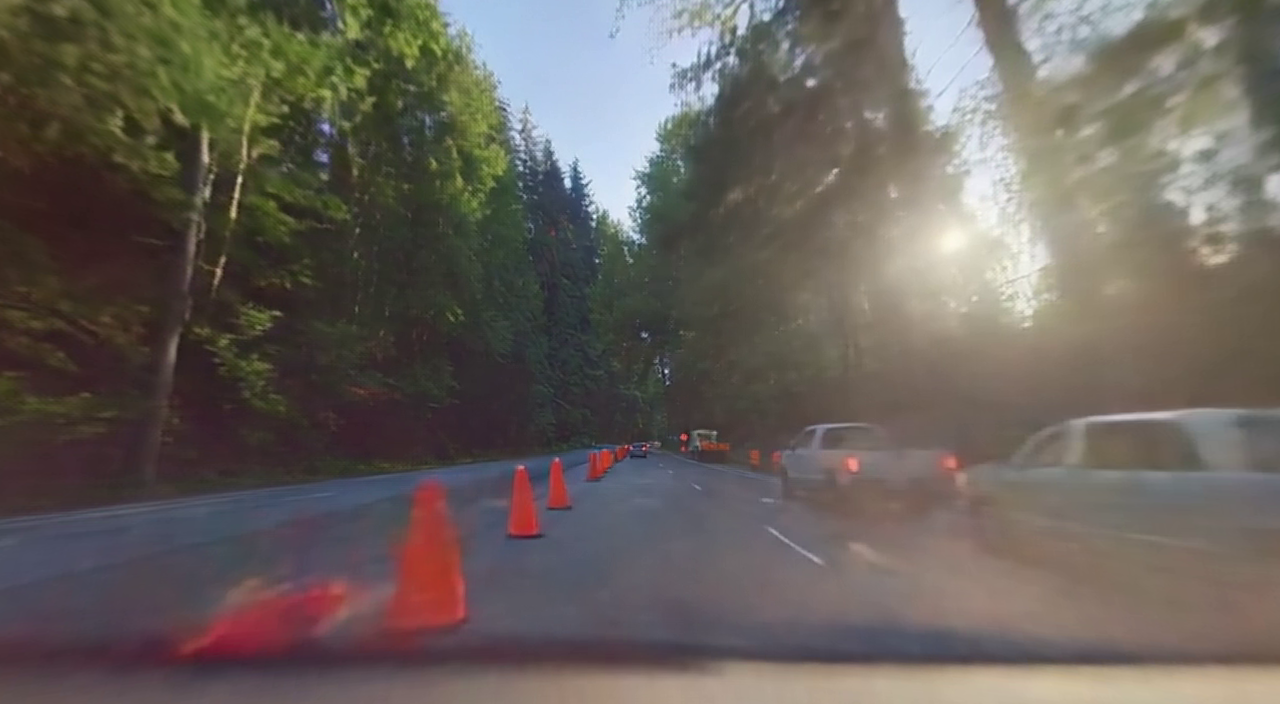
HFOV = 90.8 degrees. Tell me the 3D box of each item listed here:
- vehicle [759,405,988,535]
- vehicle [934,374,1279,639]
[{"bbox_3d":[4.668,2.580,14.200,2.694,2.177,6.177,2,-9,-1],"label":"vehicle"},{"bbox_3d":[5.779,1.379,6.302,2.294,1.949,6.246,0,-8,-4],"label":"vehicle"}]
